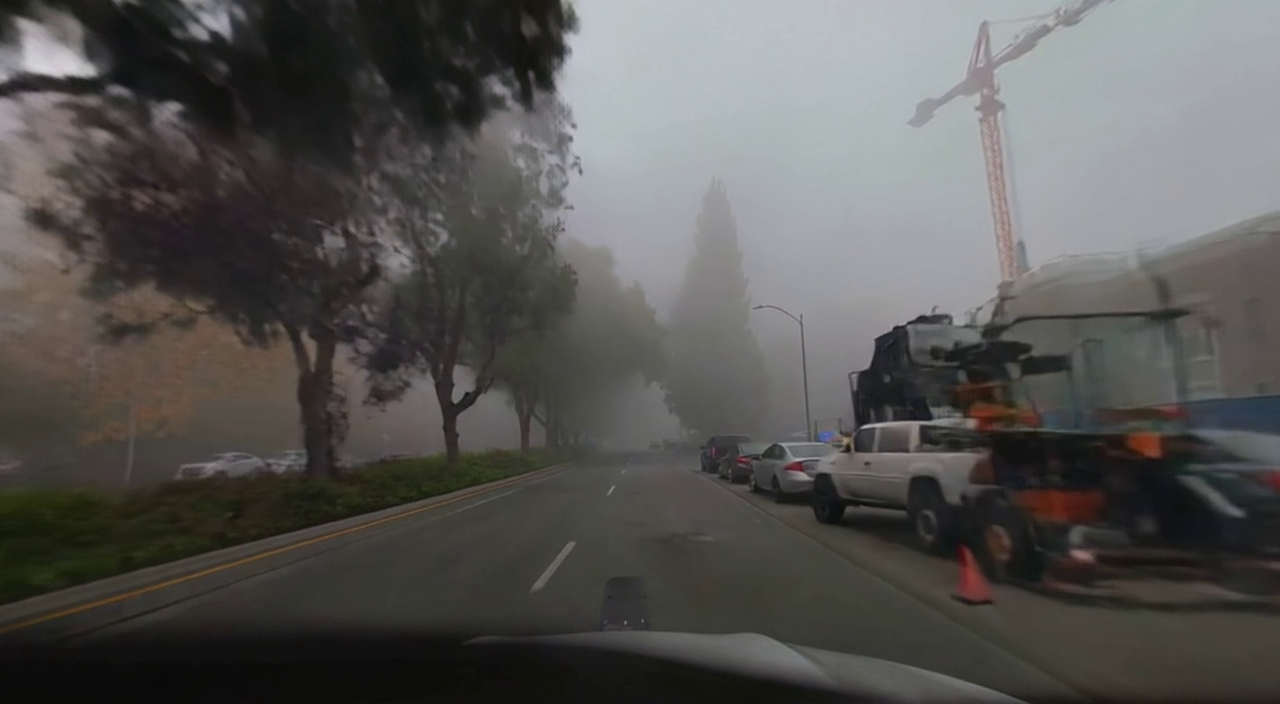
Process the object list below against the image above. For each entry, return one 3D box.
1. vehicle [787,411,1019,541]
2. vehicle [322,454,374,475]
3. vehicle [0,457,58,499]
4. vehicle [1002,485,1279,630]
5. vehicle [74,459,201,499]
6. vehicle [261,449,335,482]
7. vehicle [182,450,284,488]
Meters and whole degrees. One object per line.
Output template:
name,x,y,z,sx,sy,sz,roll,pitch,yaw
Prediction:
vehicle,4.319,2.115,11.428,2.050,1.832,4.794,0,-8,-1
vehicle,-21.658,8.324,46.923,1.834,1.441,4.416,0,-8,-2
vehicle,-28.732,5.798,29.320,2.108,1.692,4.514,8,-12,-44
vehicle,4.906,1.748,5.749,1.973,0.903,2.151,0,-8,3
vehicle,-21.587,5.432,27.347,1.811,1.480,4.425,0,-8,0
vehicle,-21.543,7.128,39.973,2.027,1.855,4.908,0,-8,-2
vehicle,-21.547,6.188,33.719,1.986,1.805,5.444,0,-8,-2
